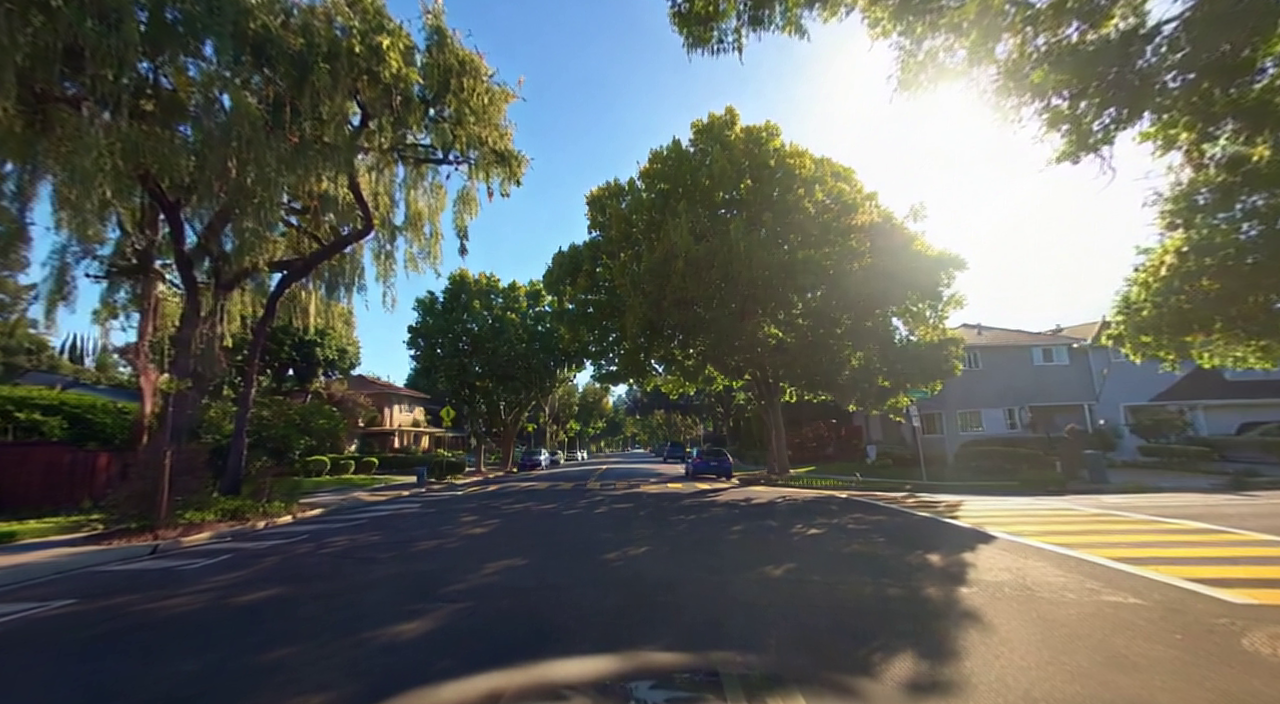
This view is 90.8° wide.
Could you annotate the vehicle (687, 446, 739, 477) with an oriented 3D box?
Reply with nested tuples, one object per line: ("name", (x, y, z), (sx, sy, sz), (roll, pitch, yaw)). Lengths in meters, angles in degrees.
("vehicle", (3.616, 5.513, 32.125), (1.961, 1.472, 4.434), (0, -9, -2))
